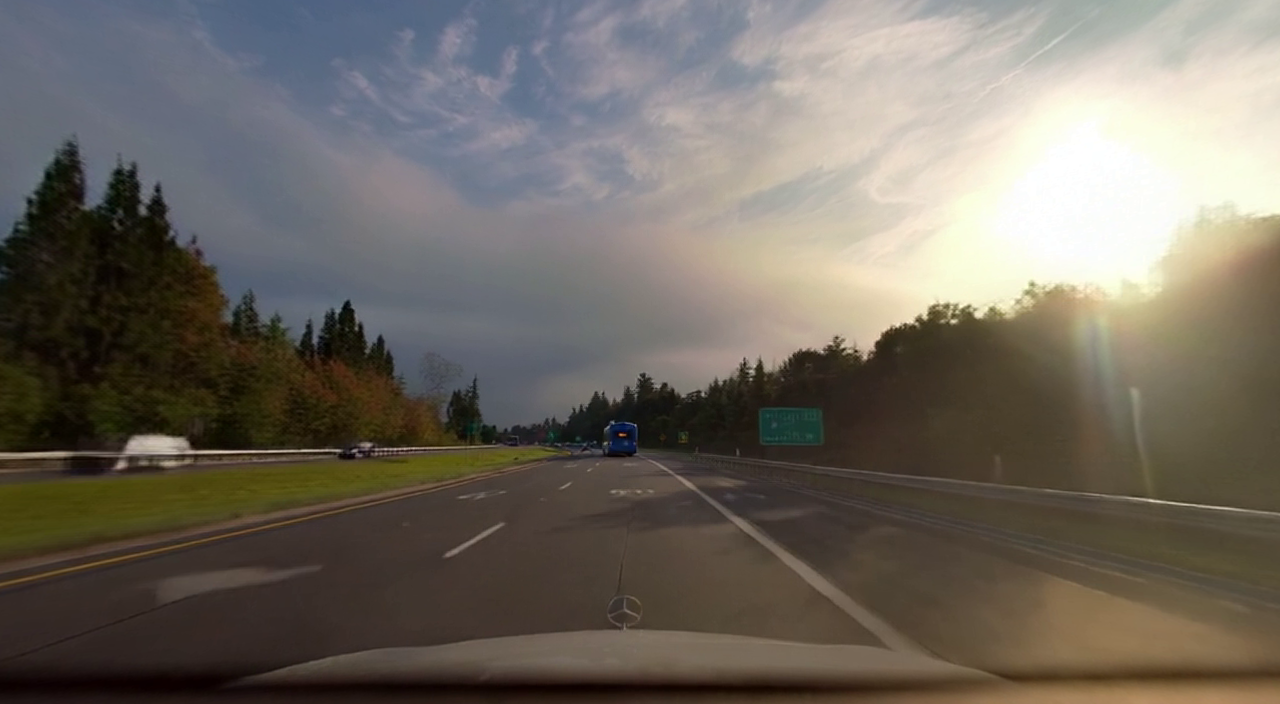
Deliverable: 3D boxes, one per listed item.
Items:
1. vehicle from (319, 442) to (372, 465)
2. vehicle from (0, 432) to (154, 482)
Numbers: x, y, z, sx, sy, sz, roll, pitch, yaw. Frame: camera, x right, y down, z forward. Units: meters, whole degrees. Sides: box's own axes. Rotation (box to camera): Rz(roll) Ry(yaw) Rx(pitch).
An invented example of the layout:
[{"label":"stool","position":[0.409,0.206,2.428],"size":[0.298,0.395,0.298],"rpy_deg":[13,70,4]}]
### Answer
[{"label":"vehicle","position":[-21.093,7.270,45.255],"size":[1.882,1.530,3.974],"rpy_deg":[0,-9,-1]},{"label":"vehicle","position":[-20.487,3.823,23.099],"size":[1.931,1.626,4.213],"rpy_deg":[0,-9,0]}]
